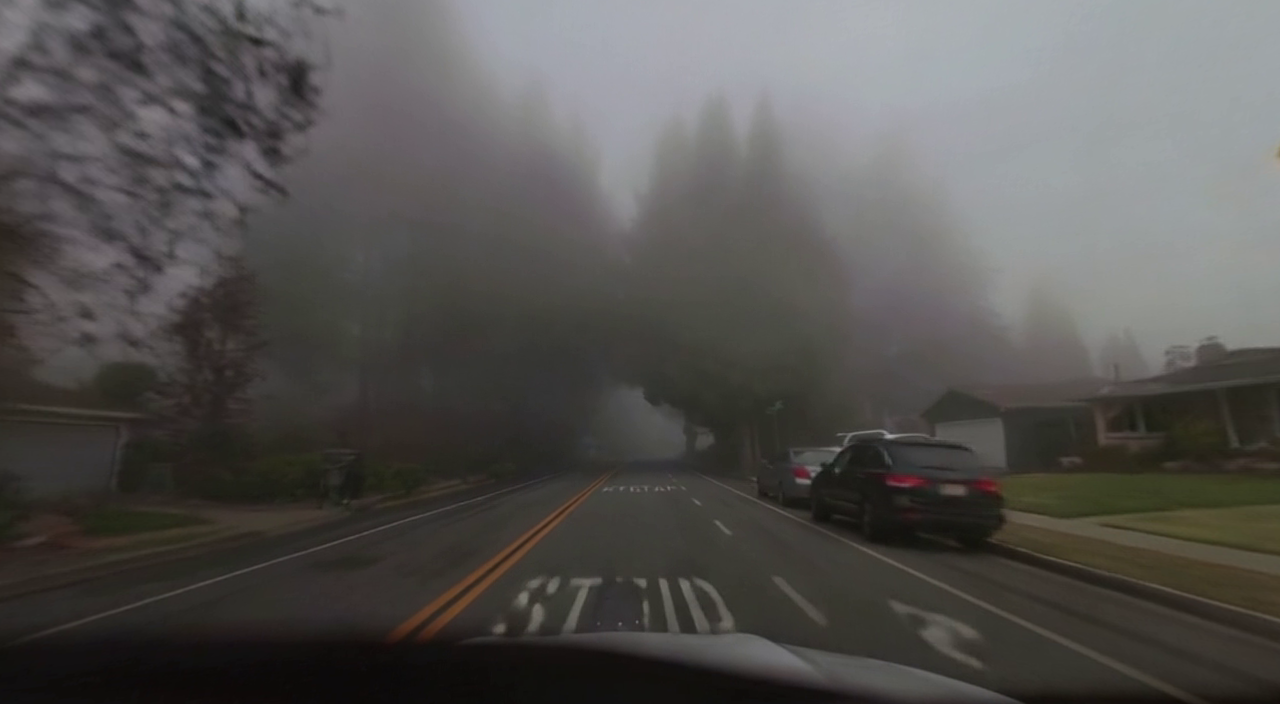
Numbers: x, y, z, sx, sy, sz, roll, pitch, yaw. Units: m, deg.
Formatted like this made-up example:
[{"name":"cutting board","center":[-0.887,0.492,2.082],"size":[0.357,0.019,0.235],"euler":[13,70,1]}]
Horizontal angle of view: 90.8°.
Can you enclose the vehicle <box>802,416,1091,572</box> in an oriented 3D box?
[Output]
[{"name":"vehicle","center":[4.183,2.016,9.818],"size":[2.032,1.792,4.849],"euler":[0,-9,0]}]
